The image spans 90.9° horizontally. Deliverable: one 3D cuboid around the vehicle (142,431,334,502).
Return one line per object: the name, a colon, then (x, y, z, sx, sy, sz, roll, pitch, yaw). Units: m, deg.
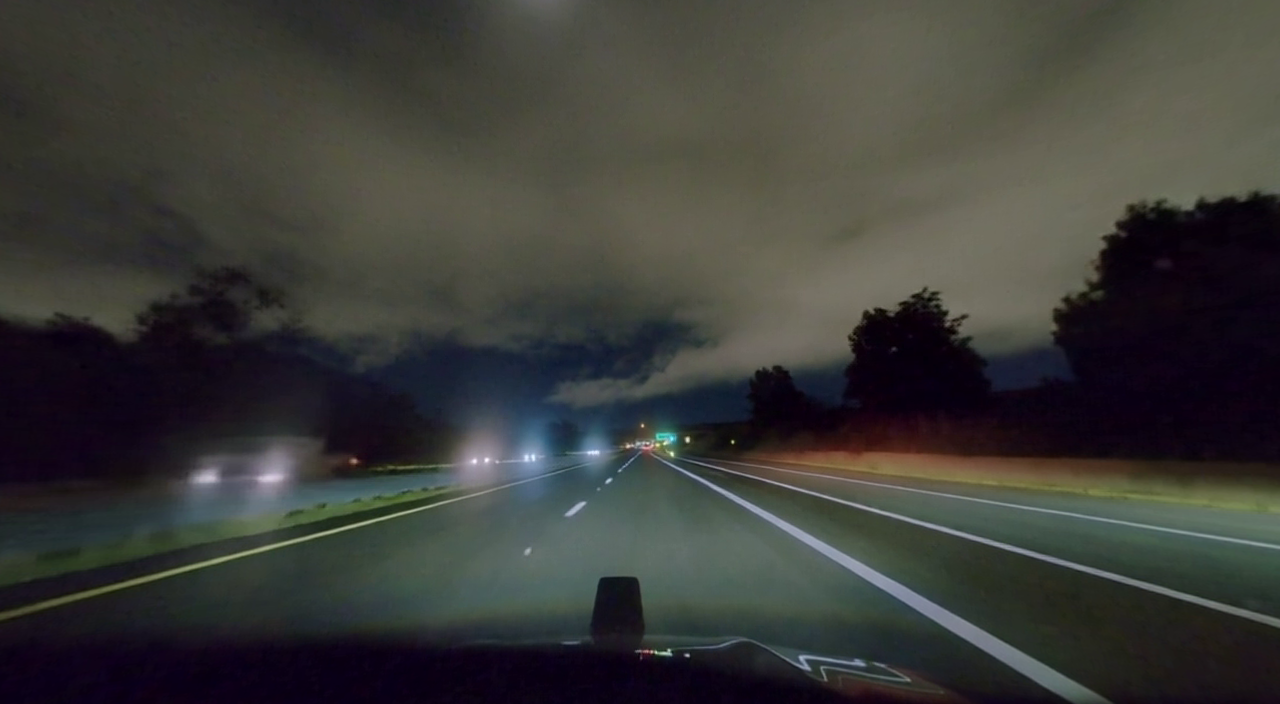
vehicle: (-12.122, 3.500, 19.680, 2.197, 1.891, 5.624, 0, -9, 1)
